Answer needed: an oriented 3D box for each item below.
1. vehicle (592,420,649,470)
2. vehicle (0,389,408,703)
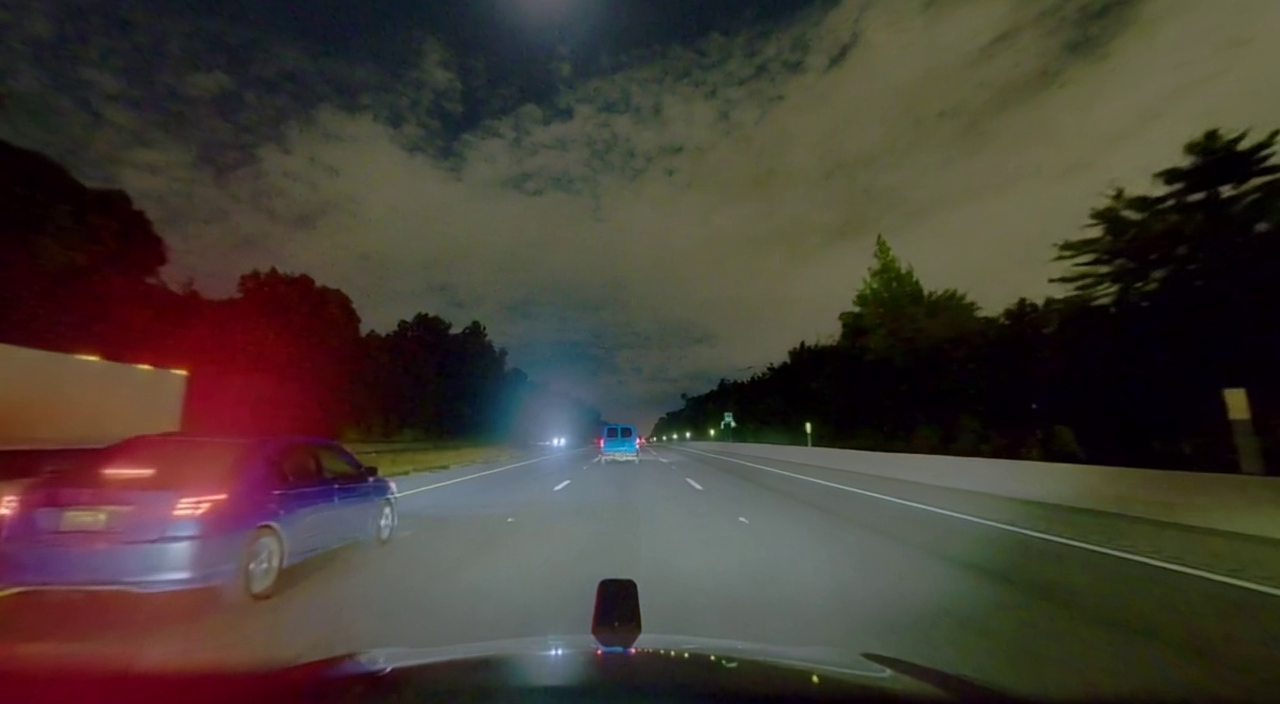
[{"bbox_3d":[-0.816,4.090,27.867,2.297,2.011,4.736,0,-8,0],"label":"vehicle"},{"bbox_3d":[-3.743,1.168,4.748,2.096,1.537,4.700,0,-7,1],"label":"vehicle"}]
